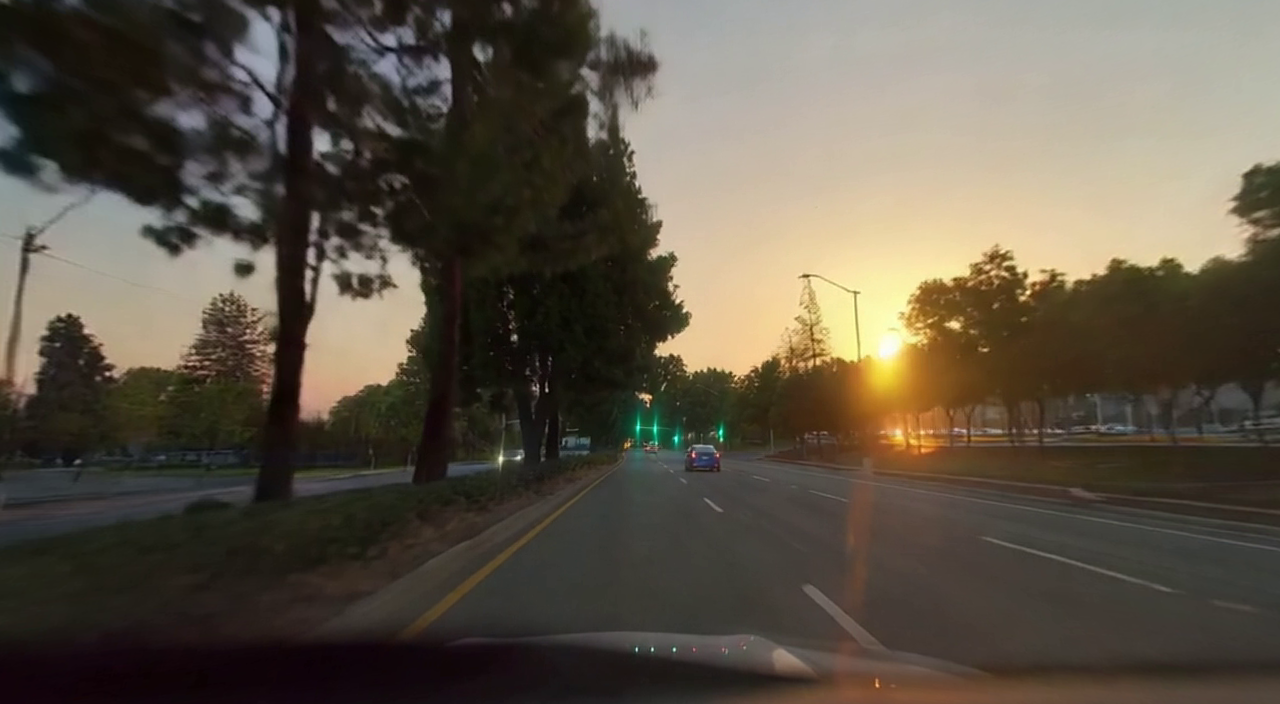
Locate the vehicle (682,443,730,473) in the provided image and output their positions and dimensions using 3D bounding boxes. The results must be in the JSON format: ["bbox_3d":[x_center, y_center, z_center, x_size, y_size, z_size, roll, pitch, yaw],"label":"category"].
[{"bbox_3d":[3.420,5.586,33.584,2.056,1.483,4.091,0,-8,-1],"label":"vehicle"}]
